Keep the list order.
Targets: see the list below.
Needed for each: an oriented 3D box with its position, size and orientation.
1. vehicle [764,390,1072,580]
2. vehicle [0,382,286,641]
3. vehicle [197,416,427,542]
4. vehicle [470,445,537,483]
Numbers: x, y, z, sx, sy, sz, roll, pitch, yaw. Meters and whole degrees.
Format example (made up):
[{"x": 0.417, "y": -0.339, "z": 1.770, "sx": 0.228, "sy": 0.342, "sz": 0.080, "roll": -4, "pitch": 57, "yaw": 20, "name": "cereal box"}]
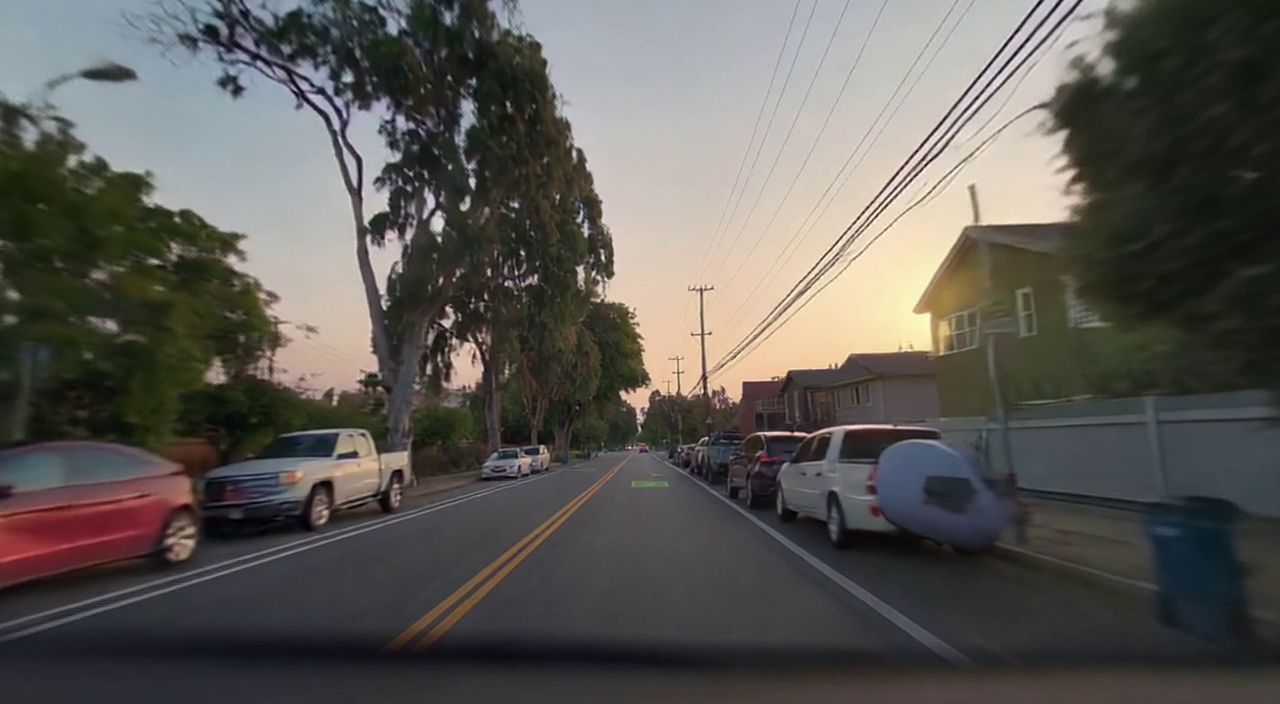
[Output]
[{"x": 3.419, "y": 1.779, "z": 9.310, "sx": 2.065, "sy": 1.953, "sz": 5.359, "roll": 0, "pitch": -9, "yaw": 0, "name": "vehicle"}, {"x": -6.479, "y": 1.537, "z": 6.744, "sx": 2.451, "sy": 2.099, "sz": 5.112, "roll": -1, "pitch": -7, "yaw": 0, "name": "vehicle"}, {"x": -6.538, "y": 2.529, "z": 13.546, "sx": 2.270, "sy": 2.098, "sz": 5.130, "roll": -1, "pitch": -7, "yaw": -1, "name": "vehicle"}, {"x": -6.563, "y": 5.436, "z": 30.948, "sx": 2.084, "sy": 1.573, "sz": 4.599, "roll": -2, "pitch": -8, "yaw": 2, "name": "vehicle"}]
